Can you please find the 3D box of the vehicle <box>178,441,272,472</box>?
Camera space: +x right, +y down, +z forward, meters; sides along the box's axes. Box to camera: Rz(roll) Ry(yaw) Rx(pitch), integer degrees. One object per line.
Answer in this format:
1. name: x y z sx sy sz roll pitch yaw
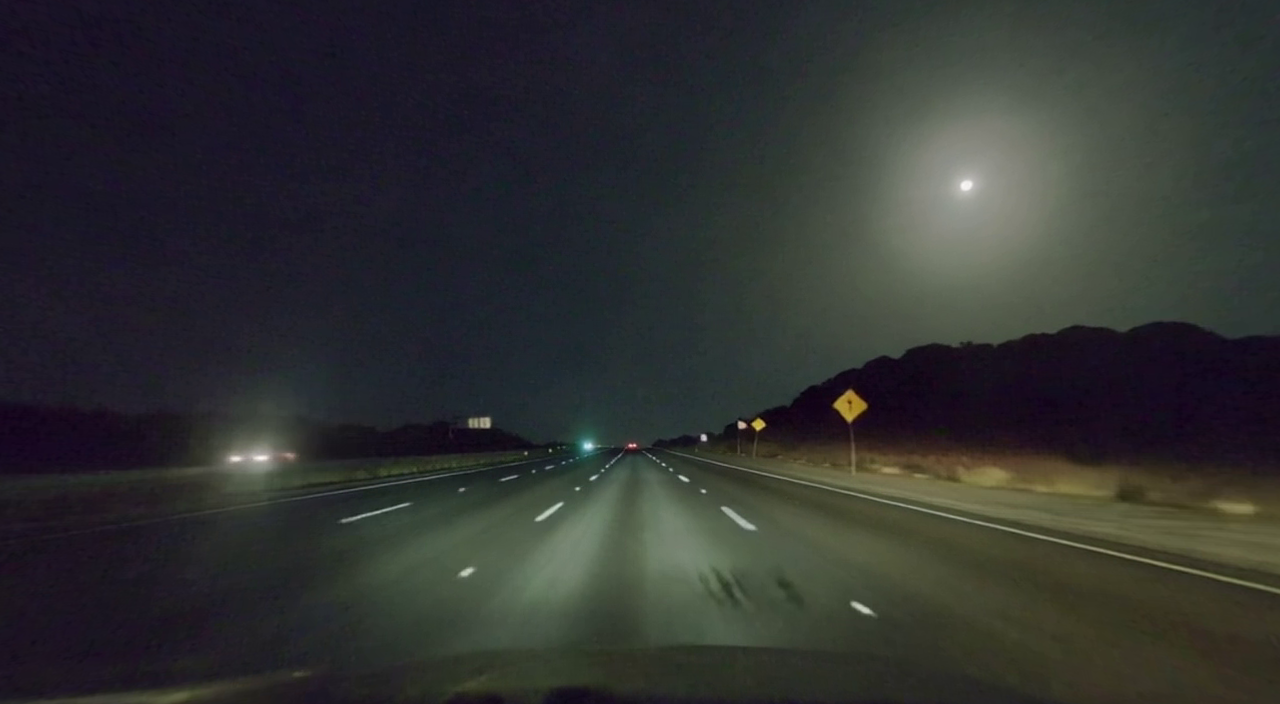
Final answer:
1. vehicle: -21.503 5.437 32.905 1.918 1.480 4.309 0 -9 1
